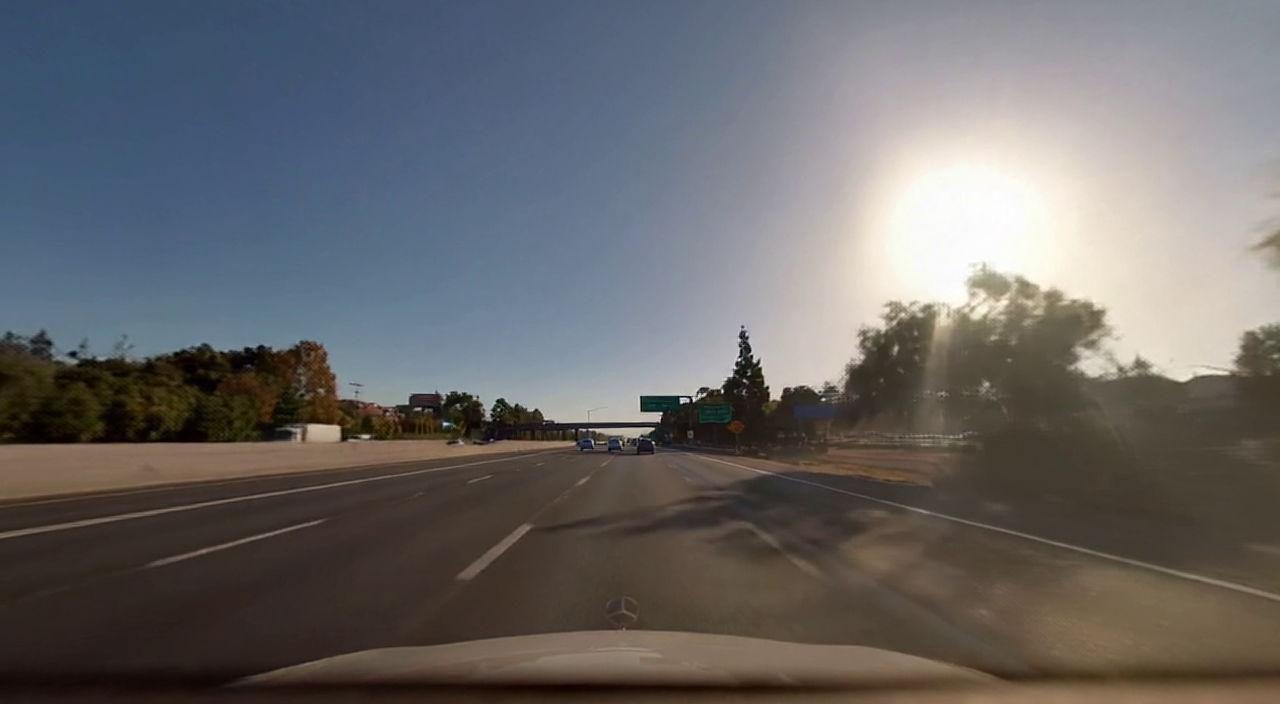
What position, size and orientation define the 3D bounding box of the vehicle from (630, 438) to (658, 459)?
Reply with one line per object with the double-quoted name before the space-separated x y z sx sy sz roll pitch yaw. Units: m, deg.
"vehicle" 0.284 7.487 49.027 2.021 1.528 4.154 0 -8 -1
